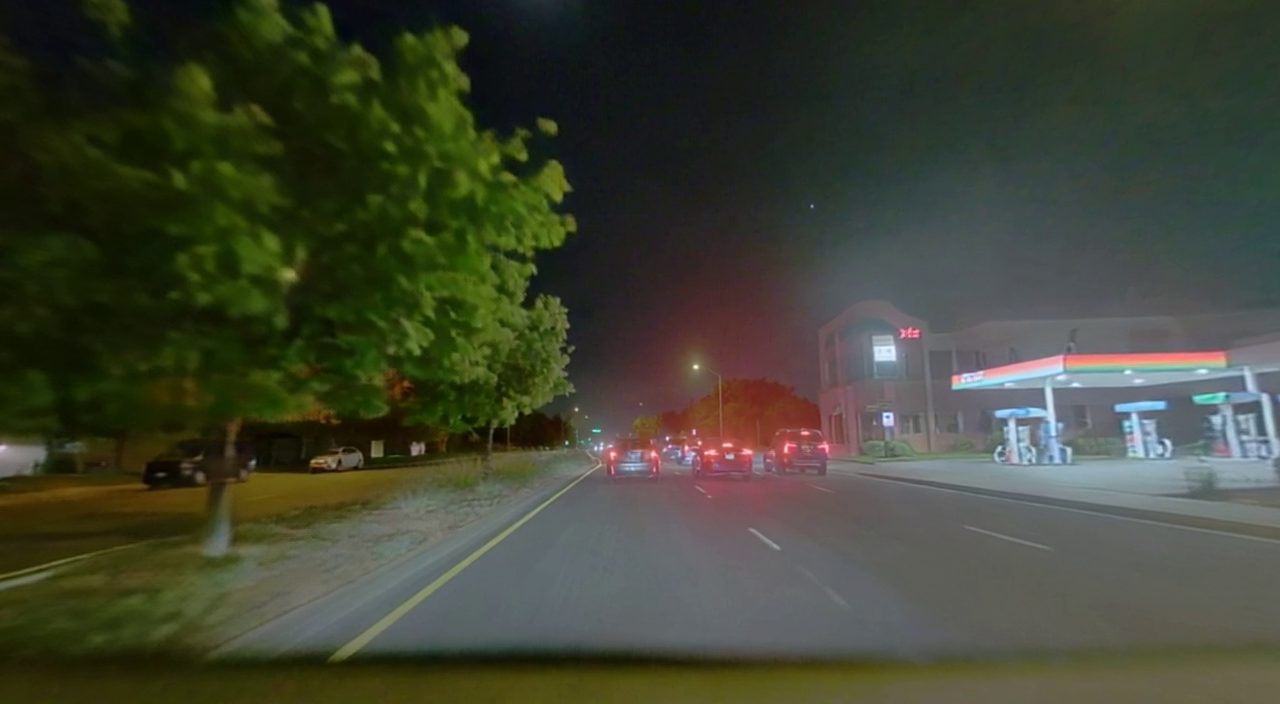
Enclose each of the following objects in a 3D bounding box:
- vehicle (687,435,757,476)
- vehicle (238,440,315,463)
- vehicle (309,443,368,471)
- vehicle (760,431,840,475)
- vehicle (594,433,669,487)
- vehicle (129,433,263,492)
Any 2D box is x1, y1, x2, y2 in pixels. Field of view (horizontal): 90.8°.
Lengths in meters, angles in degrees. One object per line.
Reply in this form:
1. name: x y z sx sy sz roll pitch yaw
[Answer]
1. vehicle: 3.200 4.166 25.607 2.124 1.476 4.730 0 -9 -1
2. vehicle: -28.403 7.776 49.476 4.699 1.775 2.007 0 -9 0
3. vehicle: -19.508 6.801 41.093 1.903 1.706 3.994 0 -8 -1
4. vehicle: 6.893 4.411 27.820 2.117 1.757 4.969 0 -8 -1
5. vehicle: -0.226 3.267 19.346 2.052 1.488 3.779 0 -8 0
6. vehicle: -19.113 4.687 27.607 2.222 2.141 5.390 -1 -6 -3
